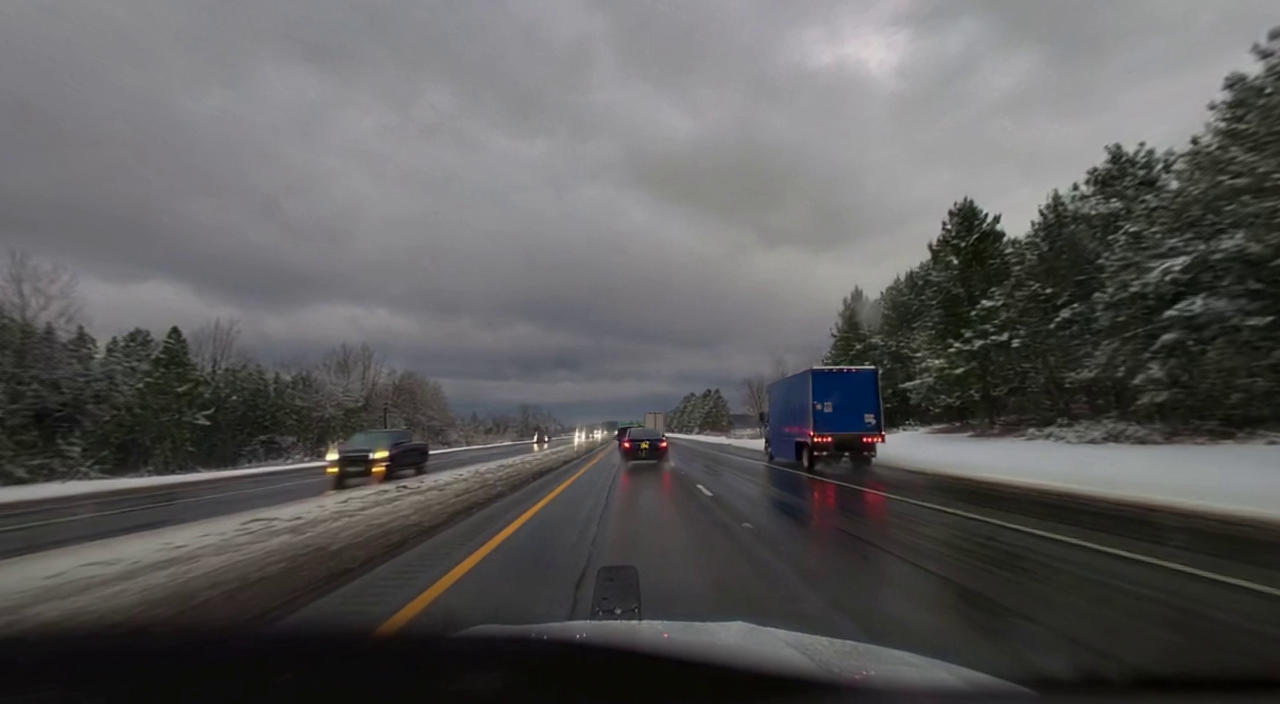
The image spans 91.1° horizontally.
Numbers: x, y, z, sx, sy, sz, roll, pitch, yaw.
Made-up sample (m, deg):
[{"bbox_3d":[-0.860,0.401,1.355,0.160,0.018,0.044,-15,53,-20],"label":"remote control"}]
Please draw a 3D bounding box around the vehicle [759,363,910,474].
[{"bbox_3d":[7.237,2.782,25.167,3.010,3.638,8.978,0,-8,-1],"label":"vehicle"}]

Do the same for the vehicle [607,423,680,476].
[{"bbox_3d":[0.090,3.271,21.417,2.216,1.623,4.220,0,-8,-1],"label":"vehicle"}]

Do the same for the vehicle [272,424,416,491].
[{"bbox_3d":[-7.871,2.820,17.210,1.905,1.577,4.136,0,-8,0],"label":"vehicle"}]
